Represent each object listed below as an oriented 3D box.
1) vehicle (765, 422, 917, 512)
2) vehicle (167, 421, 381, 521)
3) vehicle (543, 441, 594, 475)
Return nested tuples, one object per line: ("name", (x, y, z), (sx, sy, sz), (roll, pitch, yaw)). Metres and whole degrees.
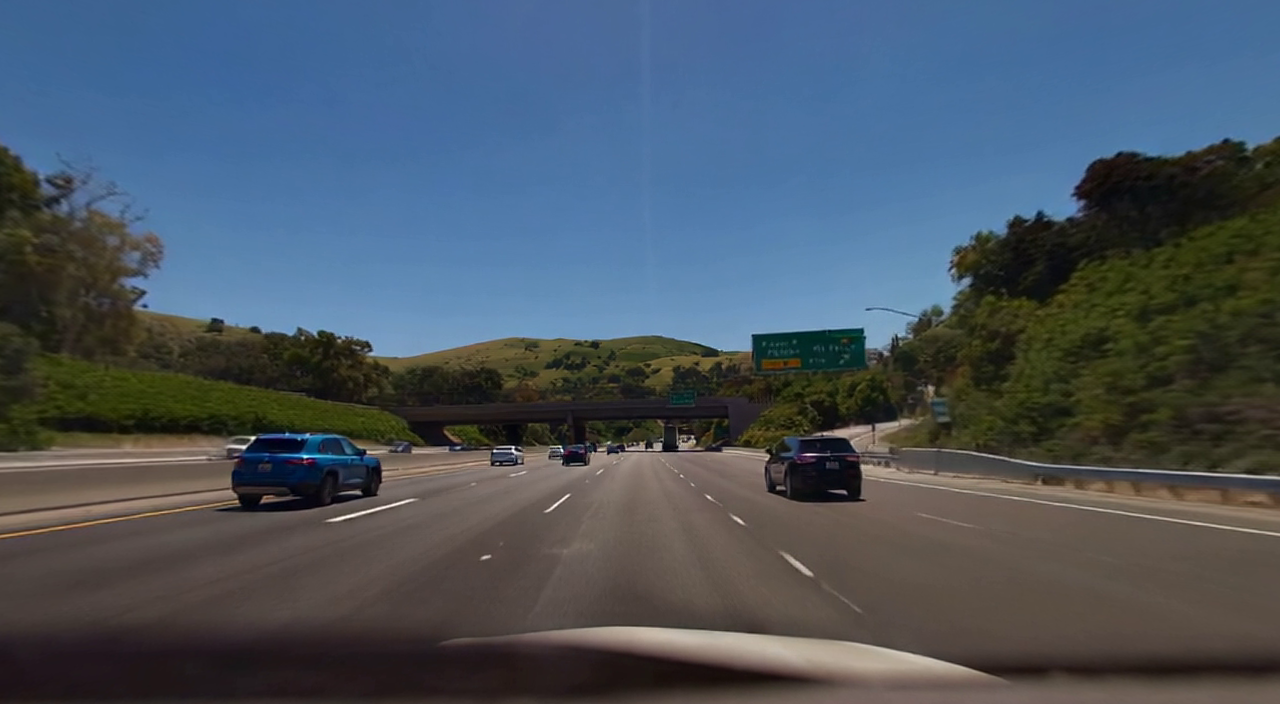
("vehicle", (4.330, 2.571, 14.513), (1.950, 1.719, 4.545), (0, -9, 0))
("vehicle", (-7.170, 2.369, 13.007), (1.860, 1.694, 4.173), (0, -9, 0))
("vehicle", (-3.346, 5.069, 30.464), (1.925, 1.509, 4.363), (0, -9, 0))
